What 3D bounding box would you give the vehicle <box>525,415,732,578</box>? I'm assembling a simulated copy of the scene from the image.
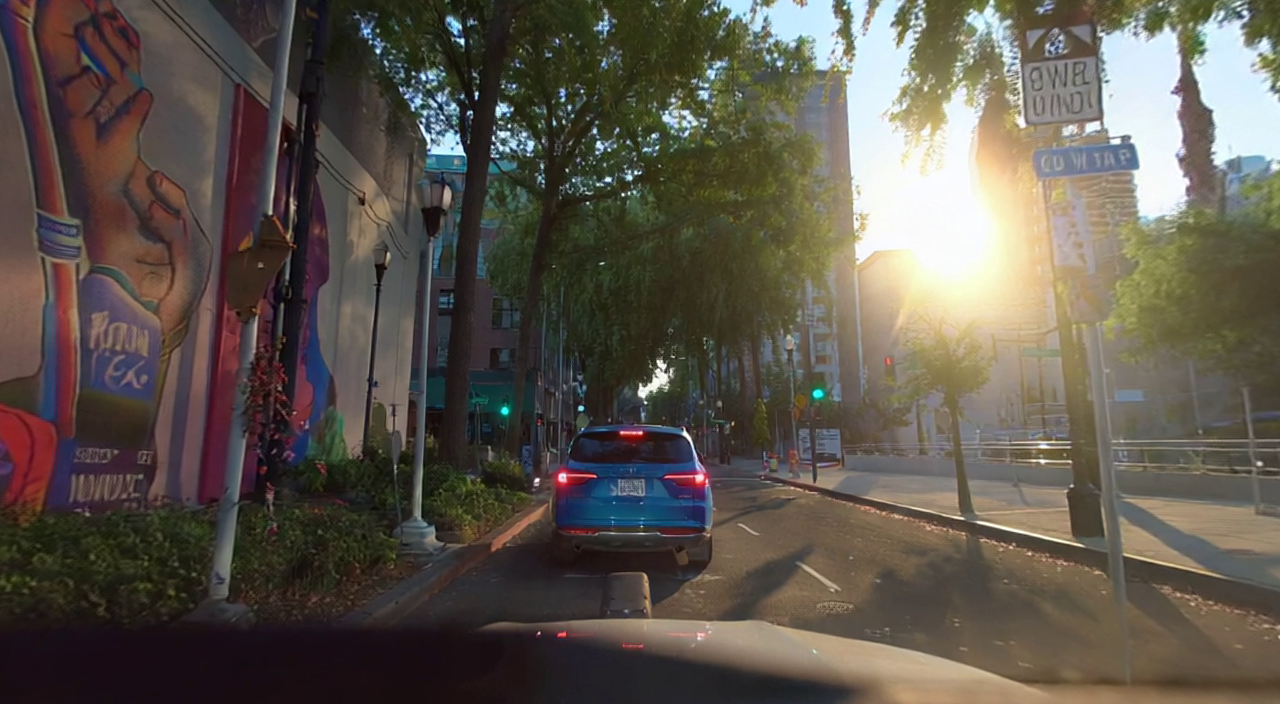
[{"bbox_3d":[-0.138,1.754,8.374,2.079,1.621,3.861,0,-8,-1],"label":"vehicle"}]
